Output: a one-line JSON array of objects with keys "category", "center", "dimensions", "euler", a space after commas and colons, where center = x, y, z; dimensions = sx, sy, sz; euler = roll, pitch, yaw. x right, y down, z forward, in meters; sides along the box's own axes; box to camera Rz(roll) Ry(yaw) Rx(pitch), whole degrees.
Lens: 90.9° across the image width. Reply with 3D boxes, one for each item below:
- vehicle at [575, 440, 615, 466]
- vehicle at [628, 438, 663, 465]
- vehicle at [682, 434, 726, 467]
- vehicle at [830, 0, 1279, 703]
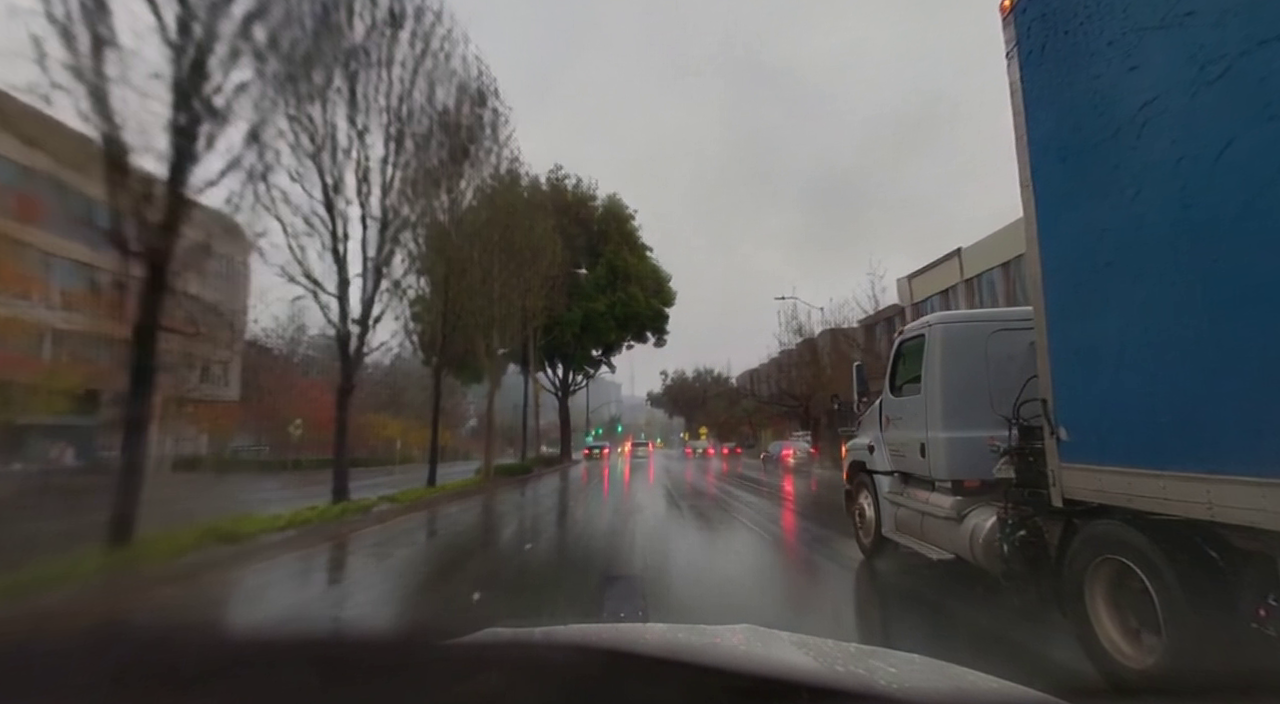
[{"category": "vehicle", "center": [-2.893, 6.606, 41.376], "dimensions": [2.211, 1.537, 4.666], "euler": [0, -8, 1]}, {"category": "vehicle", "center": [0.362, 6.755, 42.873], "dimensions": [2.276, 1.704, 3.925], "euler": [0, -8, 1]}, {"category": "vehicle", "center": [3.908, 6.125, 39.337], "dimensions": [2.196, 1.908, 4.412], "euler": [0, -8, -1]}, {"category": "vehicle", "center": [3.651, -0.198, 3.017], "dimensions": [3.006, 3.679, 8.506], "euler": [0, -8, 2]}]
